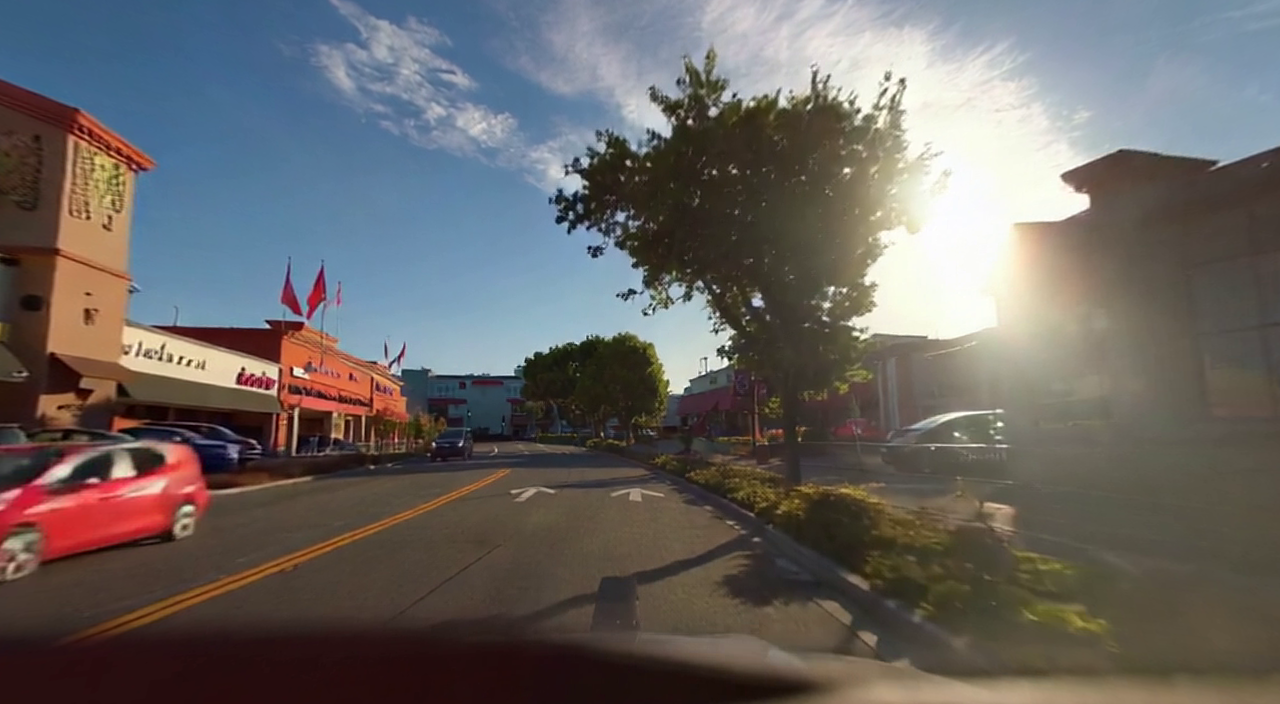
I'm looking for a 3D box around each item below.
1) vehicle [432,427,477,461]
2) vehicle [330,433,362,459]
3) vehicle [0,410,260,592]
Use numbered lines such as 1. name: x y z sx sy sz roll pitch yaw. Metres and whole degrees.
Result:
1. vehicle: -11.078 5.490 37.863 2.026 1.882 4.277 0 -7 -9
2. vehicle: -19.175 6.143 41.166 1.778 1.584 2.802 2 -8 -23
3. vehicle: -6.726 1.578 7.523 1.963 1.589 4.212 0 -7 -4
